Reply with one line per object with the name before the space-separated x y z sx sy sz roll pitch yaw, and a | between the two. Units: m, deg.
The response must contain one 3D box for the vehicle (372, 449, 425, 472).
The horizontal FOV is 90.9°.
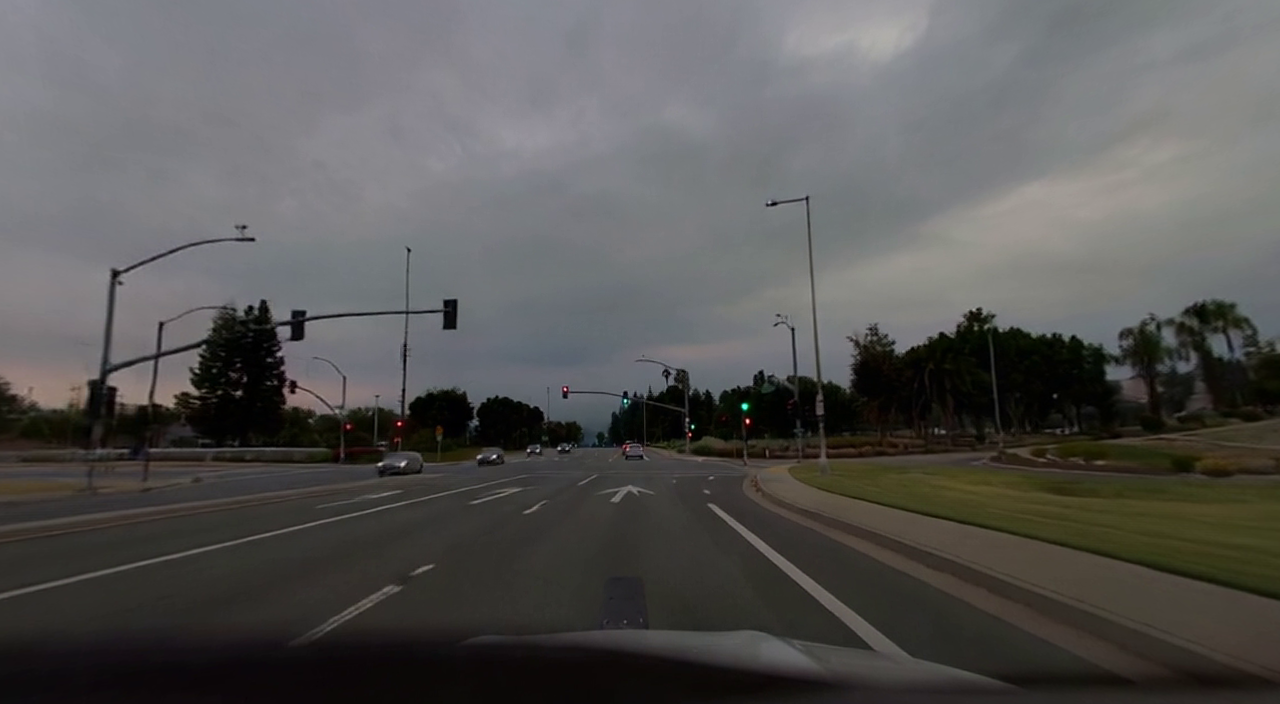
vehicle | -16.538 7.426 43.401 1.818 1.384 4.874 0 -8 -2
